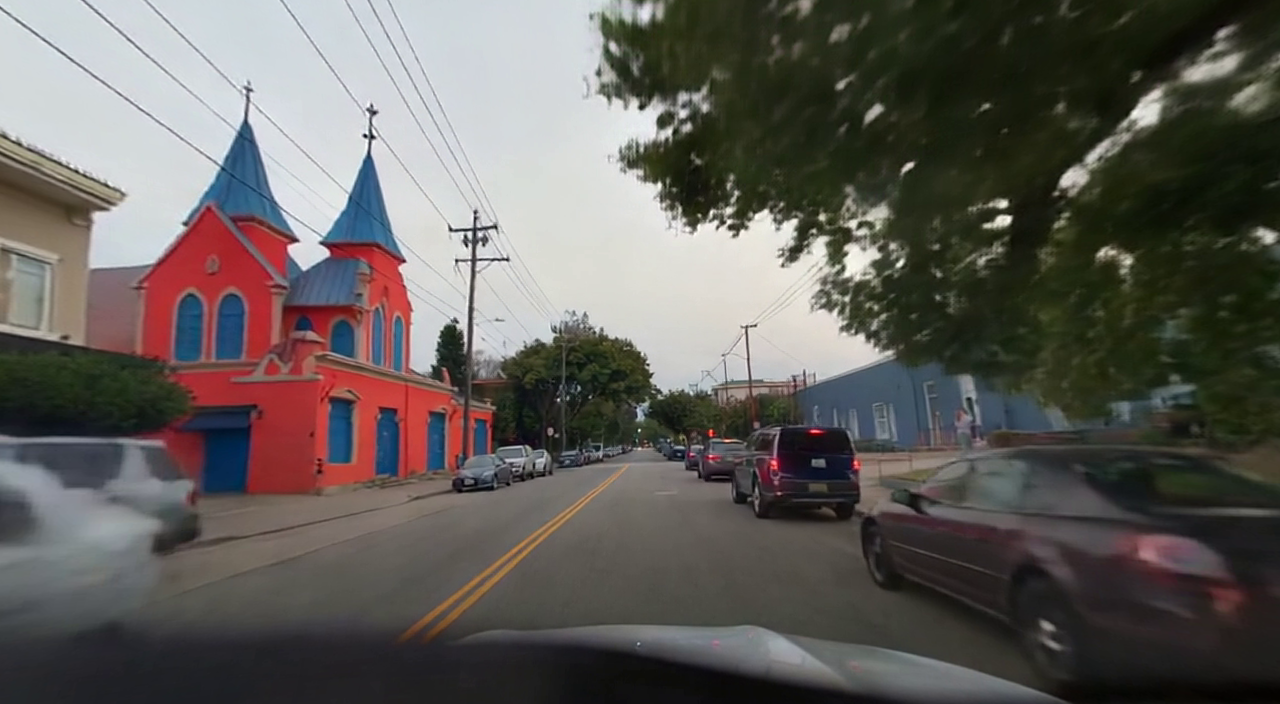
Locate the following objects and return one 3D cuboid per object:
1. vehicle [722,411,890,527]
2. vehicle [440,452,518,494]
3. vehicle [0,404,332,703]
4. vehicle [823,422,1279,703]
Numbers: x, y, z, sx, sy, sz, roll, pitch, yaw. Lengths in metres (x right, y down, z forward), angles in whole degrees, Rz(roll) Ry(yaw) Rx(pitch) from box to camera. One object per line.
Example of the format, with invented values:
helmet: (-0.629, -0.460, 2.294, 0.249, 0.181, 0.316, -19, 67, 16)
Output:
vehicle: (3.191, 2.397, 13.441, 2.263, 1.996, 4.870, 0, -9, 0)
vehicle: (-6.310, 4.758, 25.324, 1.844, 1.486, 4.474, 0, -9, 2)
vehicle: (-3.083, 0.903, 1.804, 2.036, 1.515, 4.437, -1, -9, 2)
vehicle: (3.088, 1.366, 4.769, 1.966, 1.471, 4.552, 0, -9, -1)
